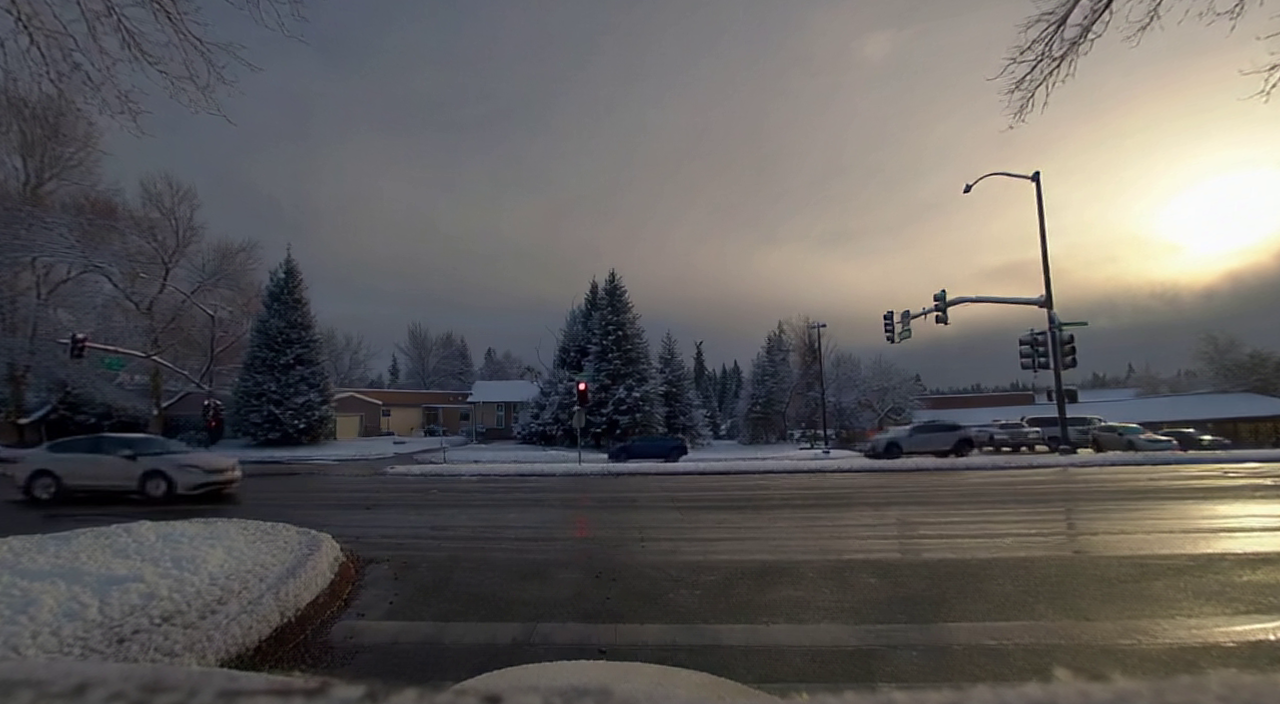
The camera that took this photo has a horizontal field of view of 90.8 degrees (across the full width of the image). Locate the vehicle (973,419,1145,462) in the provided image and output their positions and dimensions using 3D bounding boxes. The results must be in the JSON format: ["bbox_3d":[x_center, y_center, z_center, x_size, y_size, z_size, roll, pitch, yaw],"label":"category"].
[{"bbox_3d":[15.023,3.215,22.949,4.749,1.461,1.892,-1,-9,9],"label":"vehicle"}]

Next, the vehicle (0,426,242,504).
[{"bbox_3d":[-12.930,2.755,15.636,4.959,1.715,2.162,-2,-9,11],"label":"vehicle"}]

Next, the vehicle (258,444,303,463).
[{"bbox_3d":[-28.129,7.923,49.582,2.235,1.417,4.272,3,-9,-19],"label":"vehicle"}]

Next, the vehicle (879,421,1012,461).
[{"bbox_3d":[12.966,3.835,27.129,4.677,1.593,2.029,-2,-9,11],"label":"vehicle"}]

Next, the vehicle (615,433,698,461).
[{"bbox_3d":[0.980,5.454,36.178,4.488,1.536,1.849,-2,-9,11],"label":"vehicle"}]
